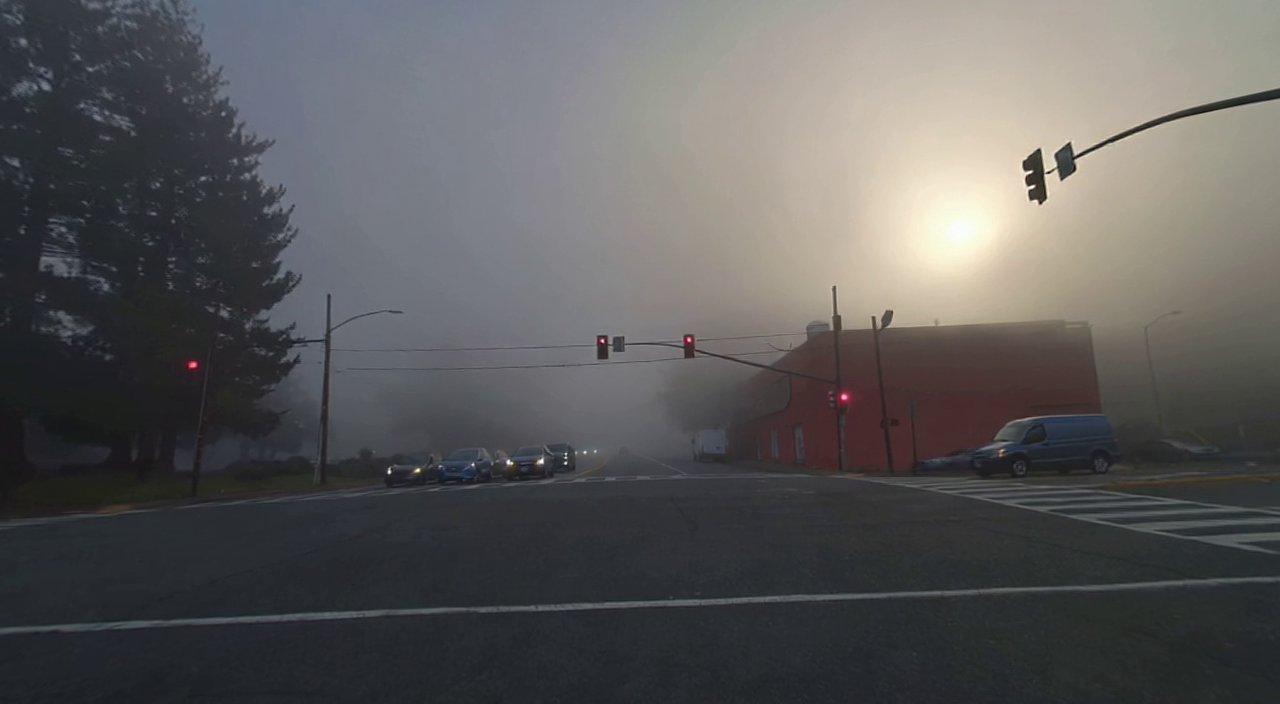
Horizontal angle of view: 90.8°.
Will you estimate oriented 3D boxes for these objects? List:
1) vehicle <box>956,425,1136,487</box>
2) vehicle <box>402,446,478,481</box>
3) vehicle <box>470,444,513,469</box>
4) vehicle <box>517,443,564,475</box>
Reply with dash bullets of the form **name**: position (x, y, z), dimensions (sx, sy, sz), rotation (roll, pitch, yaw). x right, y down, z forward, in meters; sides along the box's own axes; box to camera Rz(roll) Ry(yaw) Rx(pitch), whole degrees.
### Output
- **vehicle**: position (14.839, 3.760, 23.120), dimensions (5.910, 2.046, 2.228), rotation (3, -9, -19)
- **vehicle**: position (-9.012, 5.037, 28.886), dimensions (2.024, 1.460, 4.381), rotation (0, -9, 0)
- **vehicle**: position (-9.022, 6.374, 38.752), dimensions (1.779, 1.460, 4.463), rotation (0, -9, -3)
- **vehicle**: position (-4.794, 5.186, 30.887), dimensions (1.846, 1.416, 4.228), rotation (0, -9, -3)
